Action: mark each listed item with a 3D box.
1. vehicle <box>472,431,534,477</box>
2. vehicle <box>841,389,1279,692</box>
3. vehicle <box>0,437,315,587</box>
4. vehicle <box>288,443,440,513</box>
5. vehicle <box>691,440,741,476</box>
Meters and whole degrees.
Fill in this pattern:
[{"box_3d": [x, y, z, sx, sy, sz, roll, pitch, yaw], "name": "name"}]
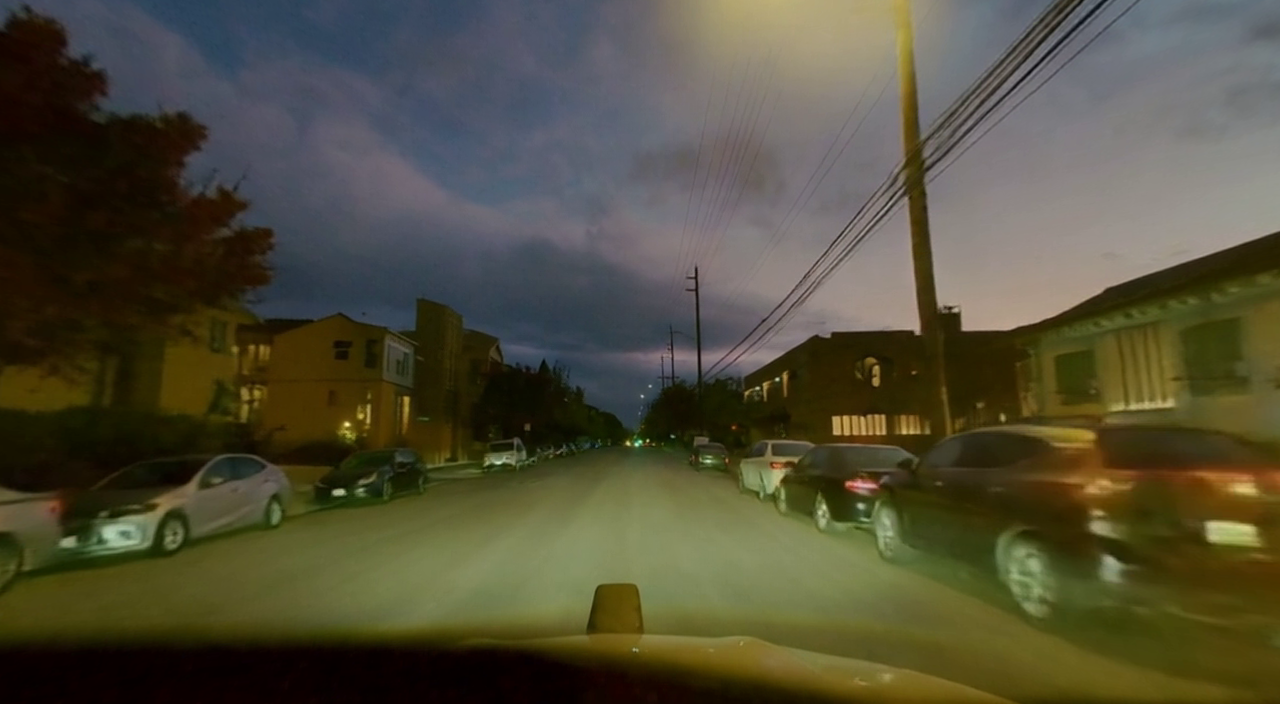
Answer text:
[{"box_3d": [-7.687, 5.743, 36.104, 2.351, 2.251, 5.856, -2, -8, -2], "name": "vehicle"}, {"box_3d": [3.663, 1.393, 5.916, 2.095, 1.694, 4.592, -1, -8, 1], "name": "vehicle"}, {"box_3d": [-7.655, 2.434, 10.711, 1.981, 1.651, 4.683, -5, -6, -3], "name": "vehicle"}, {"box_3d": [-7.506, 3.429, 17.838, 2.145, 1.488, 4.646, -3, -7, 1], "name": "vehicle"}, {"box_3d": [3.710, 5.247, 31.501, 1.925, 1.634, 4.419, 0, -8, 0], "name": "vehicle"}]
